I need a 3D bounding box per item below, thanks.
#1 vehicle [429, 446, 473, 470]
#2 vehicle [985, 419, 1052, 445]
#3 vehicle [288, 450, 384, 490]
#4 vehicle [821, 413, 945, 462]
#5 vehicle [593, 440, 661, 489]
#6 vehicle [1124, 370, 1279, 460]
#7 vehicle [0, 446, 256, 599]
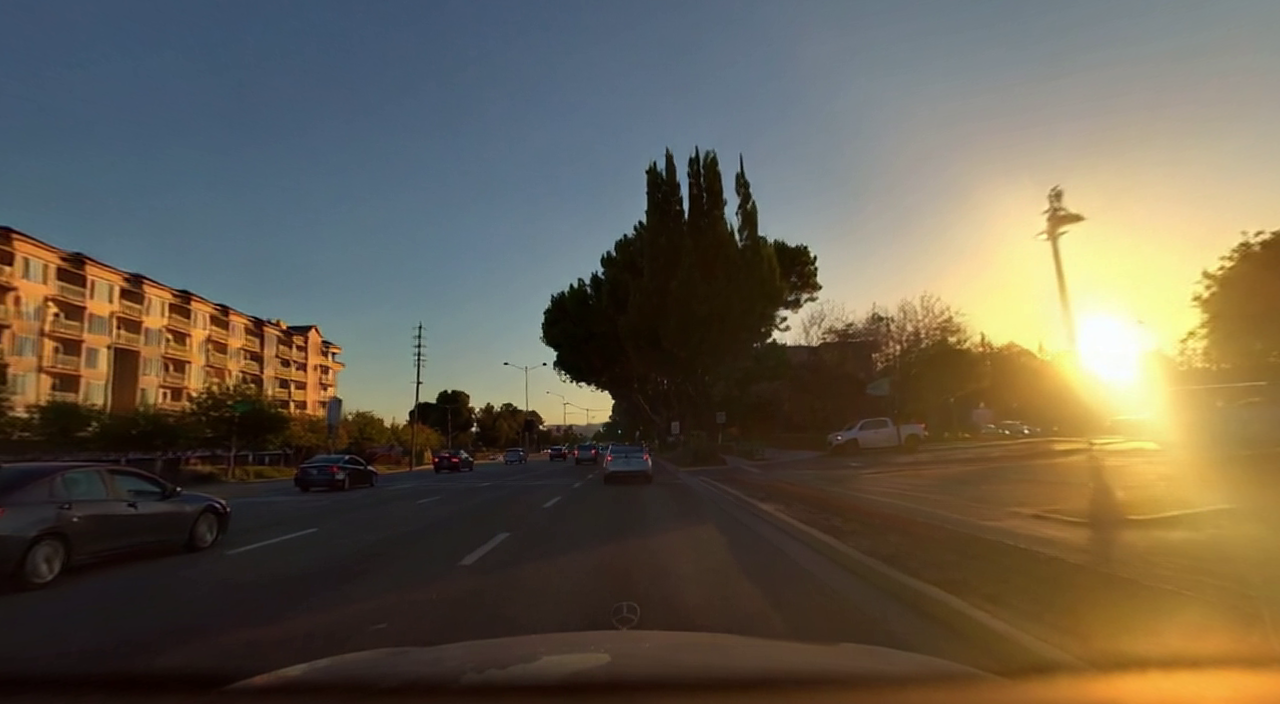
[{"bbox_3d":[-14.503,8.164,48.770,2.064,1.686,4.380,1,-9,-1],"label":"vehicle"},{"bbox_3d":[27.751,5.864,46.411,3.745,1.450,1.750,-5,-5,-3],"label":"vehicle"},{"bbox_3d":[-12.699,4.935,26.775,2.024,1.484,4.592,1,-9,-4],"label":"vehicle"},{"bbox_3d":[12.614,4.455,33.135,5.253,2.014,2.666,-4,-7,-5],"label":"vehicle"},{"bbox_3d":[-0.413,3.788,21.638,2.099,1.469,4.389,1,-9,-1],"label":"vehicle"},{"bbox_3d":[15.833,1.757,16.375,2.395,2.028,5.135,1,-9,-1],"label":"vehicle"},{"bbox_3d":[-7.121,1.894,7.778,1.906,1.449,4.576,1,-9,0],"label":"vehicle"}]
